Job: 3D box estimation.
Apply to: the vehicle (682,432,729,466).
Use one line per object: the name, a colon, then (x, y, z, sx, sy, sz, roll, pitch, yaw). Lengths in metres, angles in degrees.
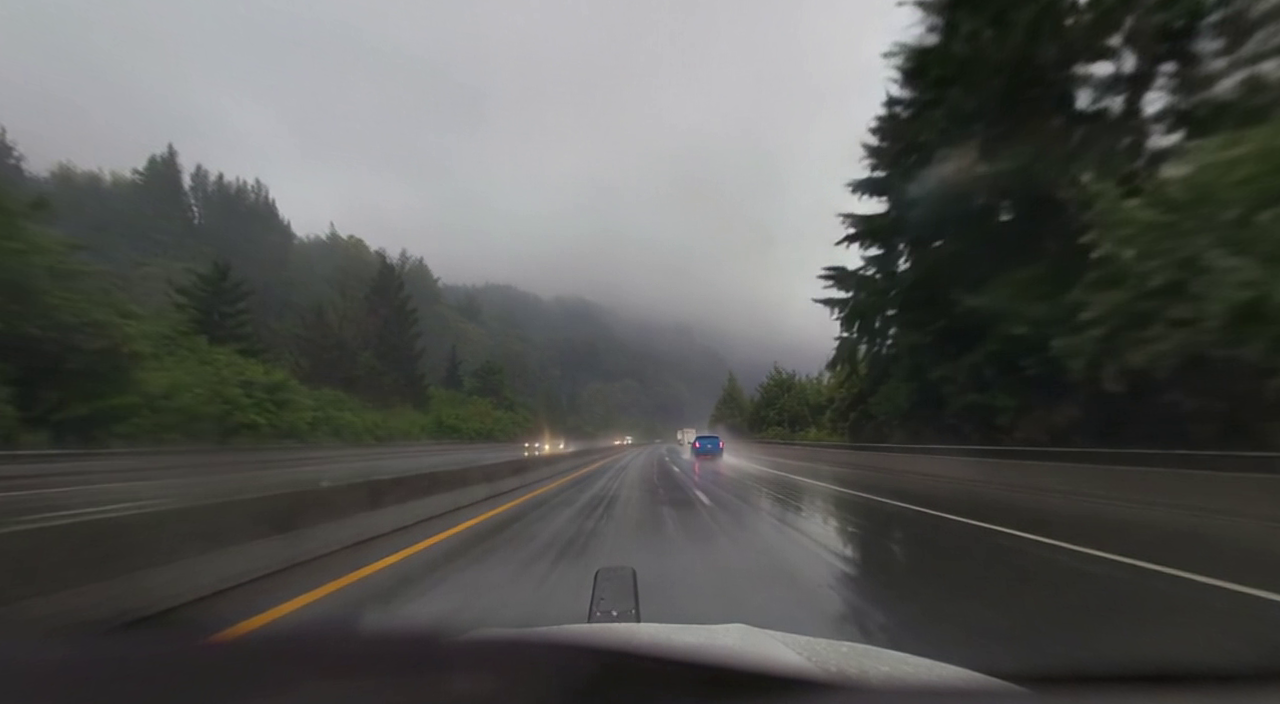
vehicle: (3.411, 5.144, 33.481, 2.022, 1.663, 4.245, 0, -8, 0)
